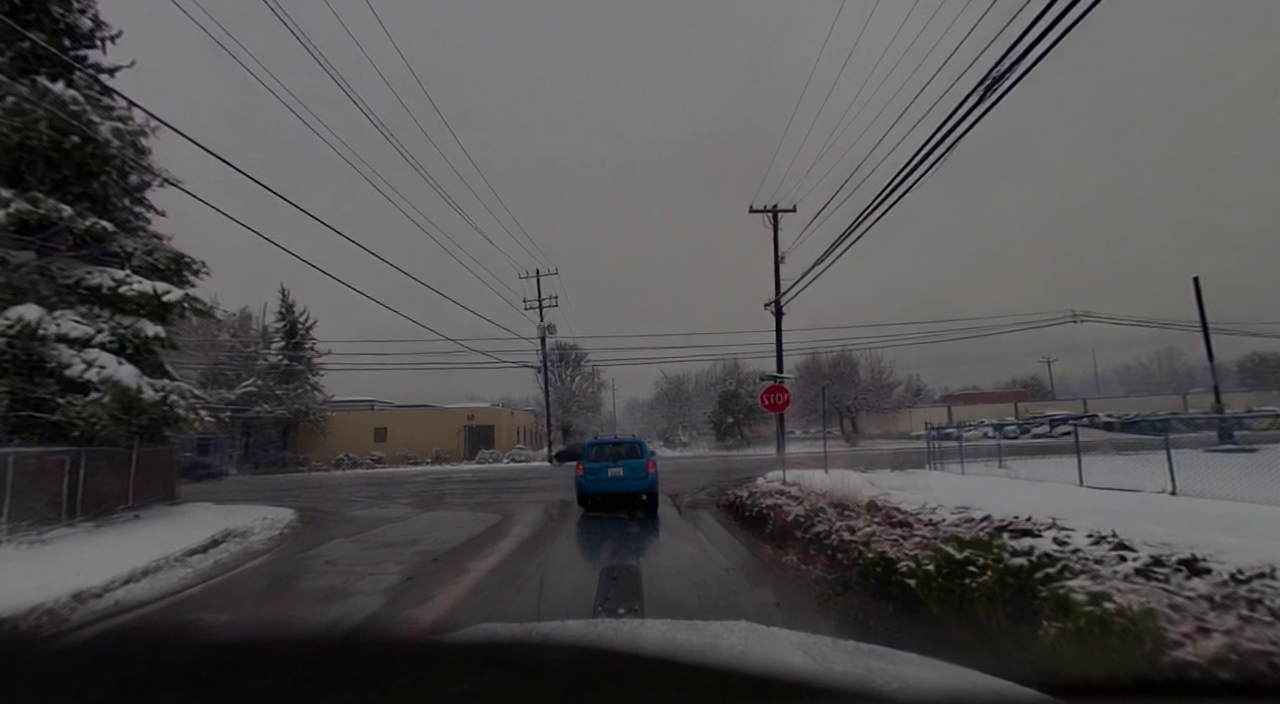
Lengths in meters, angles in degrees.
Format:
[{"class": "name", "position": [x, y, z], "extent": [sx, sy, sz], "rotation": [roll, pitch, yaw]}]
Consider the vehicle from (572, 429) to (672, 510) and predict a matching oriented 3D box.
[{"class": "vehicle", "position": [-0.517, 2.826, 15.658], "extent": [2.137, 1.698, 4.166], "rotation": [0, -8, -4]}]

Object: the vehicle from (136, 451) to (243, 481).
[{"class": "vehicle", "position": [-26.295, 6.660, 37.020], "extent": [4.667, 1.614, 1.820], "rotation": [0, -8, -7]}]
